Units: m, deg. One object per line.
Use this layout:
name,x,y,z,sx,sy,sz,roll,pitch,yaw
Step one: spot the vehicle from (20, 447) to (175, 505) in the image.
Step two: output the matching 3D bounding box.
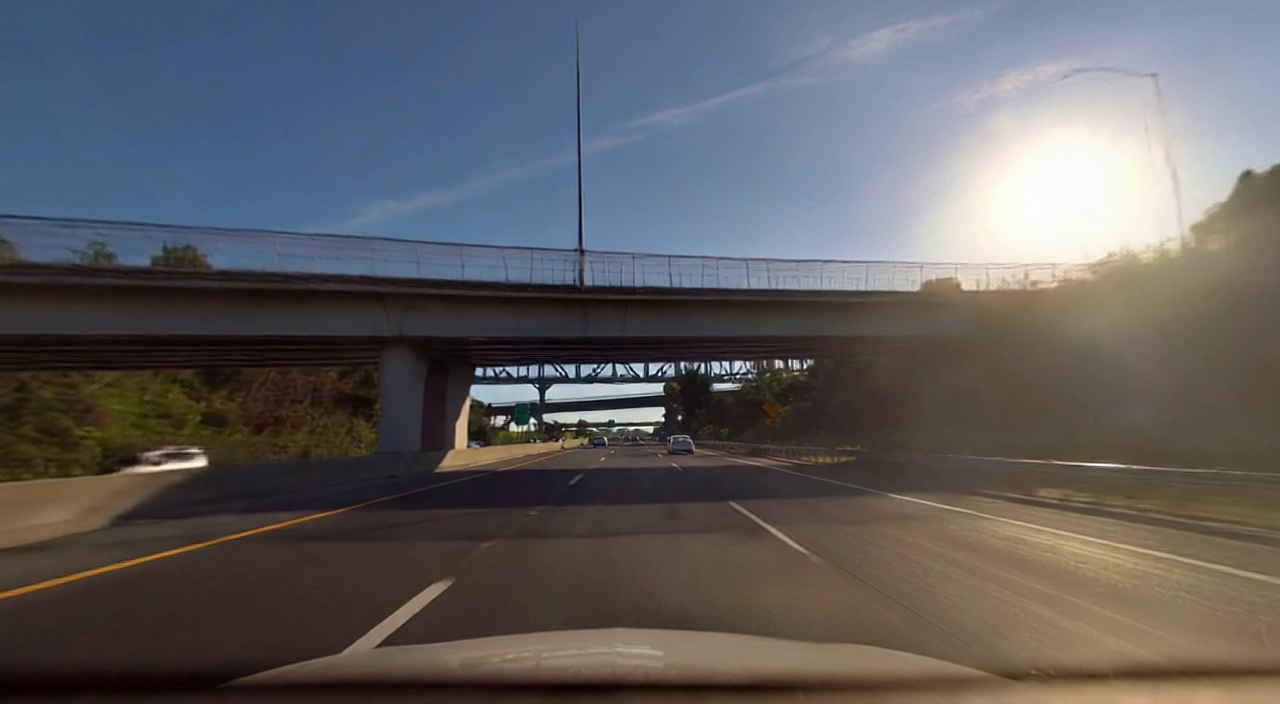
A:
vehicle,-20.133,4.573,23.719,1.933,1.867,4.408,0,-8,-1
